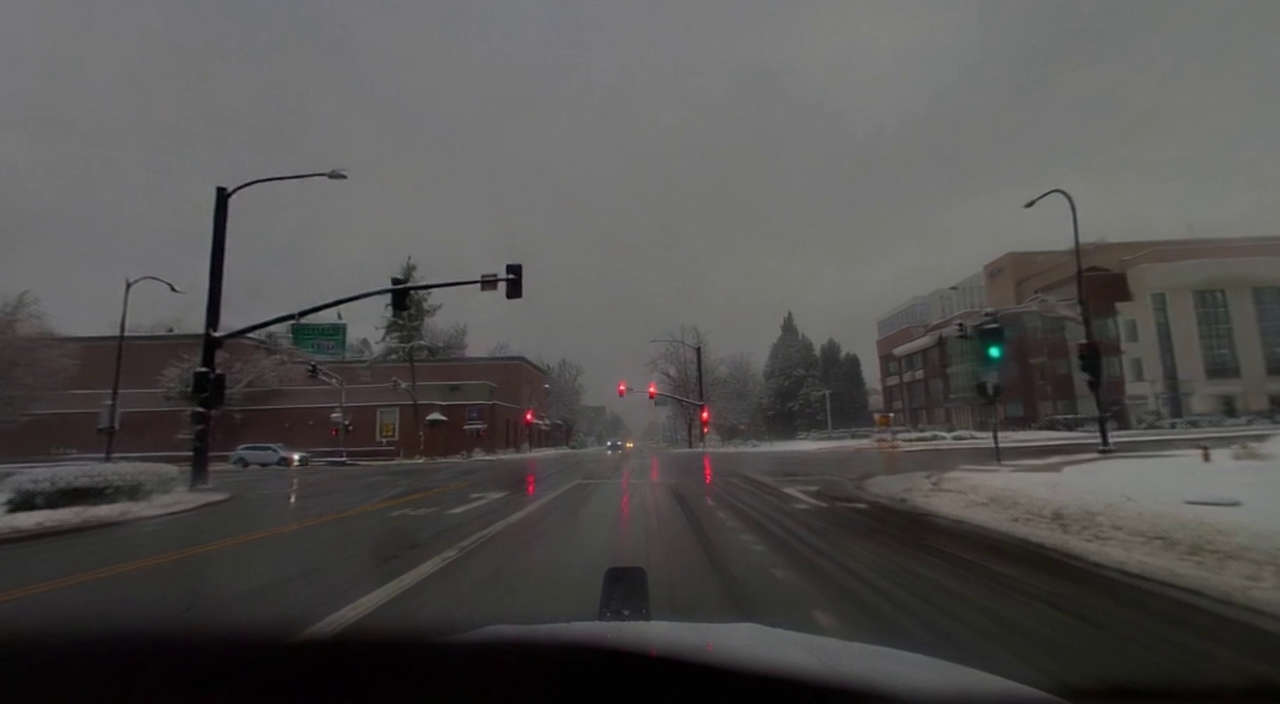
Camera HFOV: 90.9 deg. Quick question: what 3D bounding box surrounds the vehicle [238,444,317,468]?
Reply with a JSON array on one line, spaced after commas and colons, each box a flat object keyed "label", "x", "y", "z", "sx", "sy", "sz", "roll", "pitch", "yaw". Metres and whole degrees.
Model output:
[{"label": "vehicle", "x": -25.030, "y": 7.156, "z": 43.579, "sx": 4.332, "sy": 1.573, "sz": 1.900, "roll": 0, "pitch": -8, "yaw": 3}]
